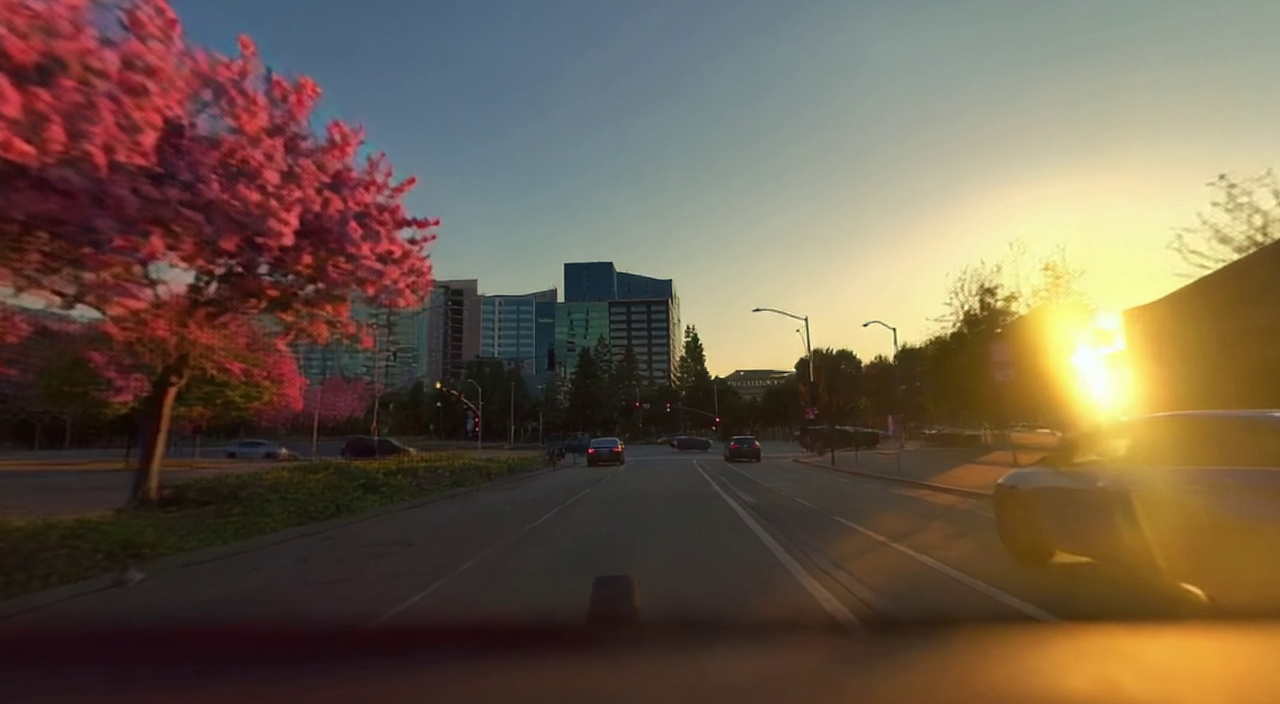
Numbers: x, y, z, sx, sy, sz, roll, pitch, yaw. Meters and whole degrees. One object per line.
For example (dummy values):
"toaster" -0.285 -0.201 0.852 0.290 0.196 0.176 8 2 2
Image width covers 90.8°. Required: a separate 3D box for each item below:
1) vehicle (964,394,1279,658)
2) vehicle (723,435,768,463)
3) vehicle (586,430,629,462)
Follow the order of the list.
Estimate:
"vehicle" 4.745 1.217 5.100 2.019 1.518 4.285 0 -8 1
"vehicle" 5.966 5.539 36.190 2.007 1.466 4.291 -1 -8 2
"vehicle" -1.813 5.425 36.537 1.995 1.703 4.367 -1 -8 4
